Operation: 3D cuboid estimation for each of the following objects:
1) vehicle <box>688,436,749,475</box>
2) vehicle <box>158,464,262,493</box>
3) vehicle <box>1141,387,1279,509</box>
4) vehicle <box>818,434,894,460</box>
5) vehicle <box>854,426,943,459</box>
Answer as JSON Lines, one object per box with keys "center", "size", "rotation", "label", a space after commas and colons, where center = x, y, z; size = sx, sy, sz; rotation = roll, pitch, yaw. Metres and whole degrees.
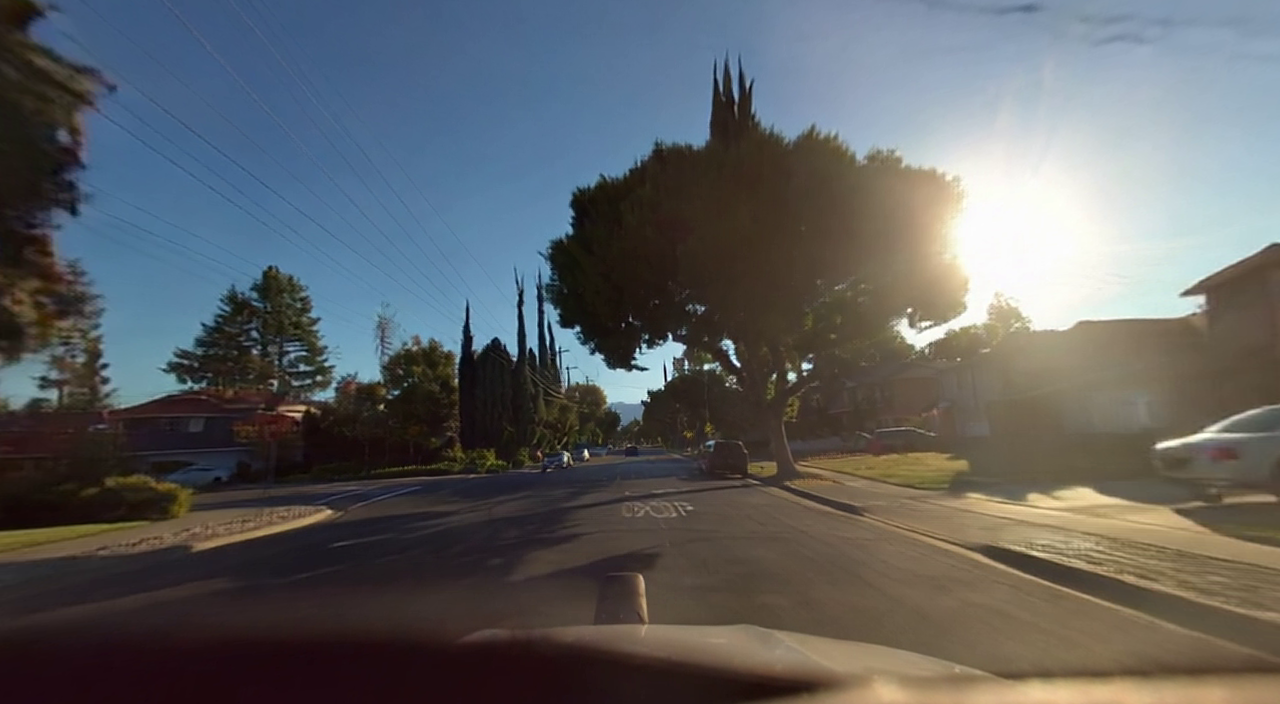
{"center": [3.613, 4.871, 29.989], "size": [2.134, 1.720, 4.515], "rotation": [0, -8, -3], "label": "vehicle"}
{"center": [-24.041, 7.081, 35.405], "size": [4.479, 1.475, 1.842], "rotation": [0, -8, 2], "label": "vehicle"}
{"center": [11.223, 1.534, 10.173], "size": [4.528, 1.752, 1.982], "rotation": [0, -8, 1], "label": "vehicle"}
{"center": [13.687, 6.025, 40.191], "size": [4.116, 1.435, 1.920], "rotation": [-2, -8, 1], "label": "vehicle"}
{"center": [15.164, 5.320, 37.228], "size": [4.283, 1.660, 2.035], "rotation": [-3, -6, 0], "label": "vehicle"}
